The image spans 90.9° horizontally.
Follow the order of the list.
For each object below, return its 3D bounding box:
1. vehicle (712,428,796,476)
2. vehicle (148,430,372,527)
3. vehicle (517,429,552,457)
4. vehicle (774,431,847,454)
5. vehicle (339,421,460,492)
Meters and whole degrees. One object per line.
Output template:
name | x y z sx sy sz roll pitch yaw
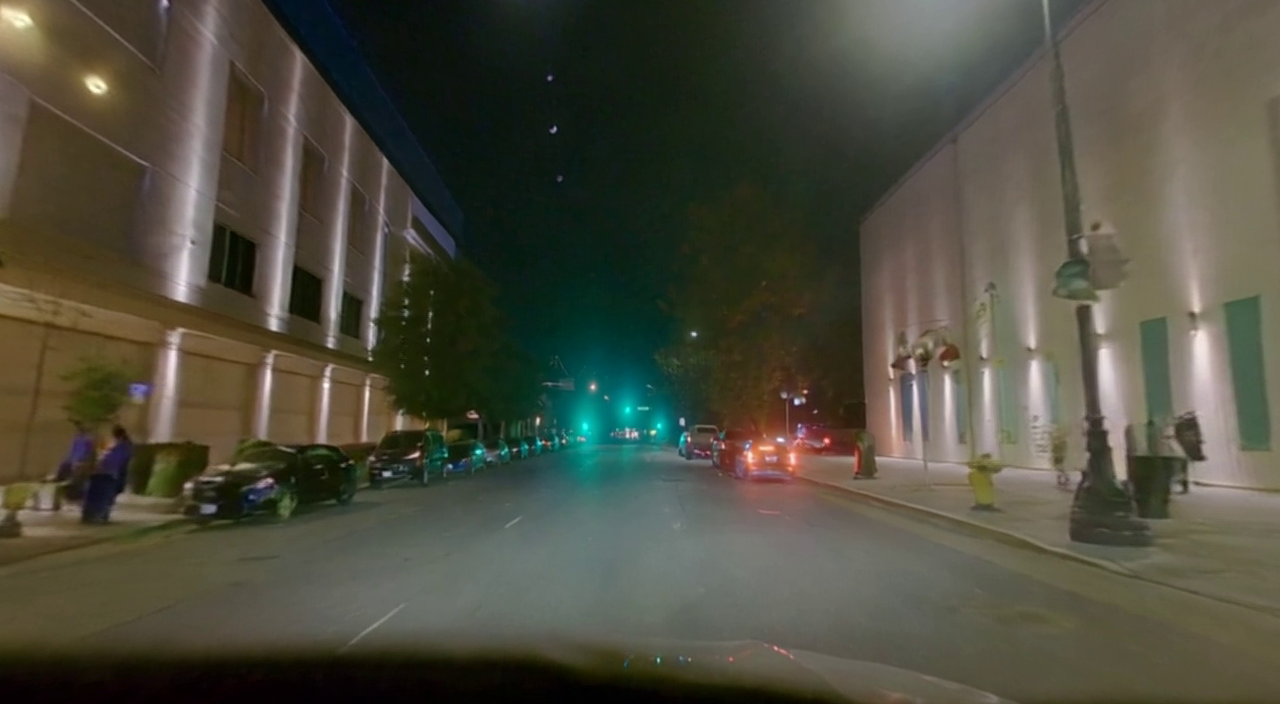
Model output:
vehicle | 3.892 3.520 22.452 1.973 1.494 4.867 0 -8 -1
vehicle | -7.244 2.393 12.732 1.917 1.487 4.659 -2 -8 -4
vehicle | -7.702 6.788 46.504 1.996 1.770 5.518 -2 -10 -4
vehicle | 11.928 6.354 44.136 4.499 1.558 2.007 -5 -9 28
vehicle | -7.303 3.163 19.776 2.238 1.891 4.780 -1 -7 -4
